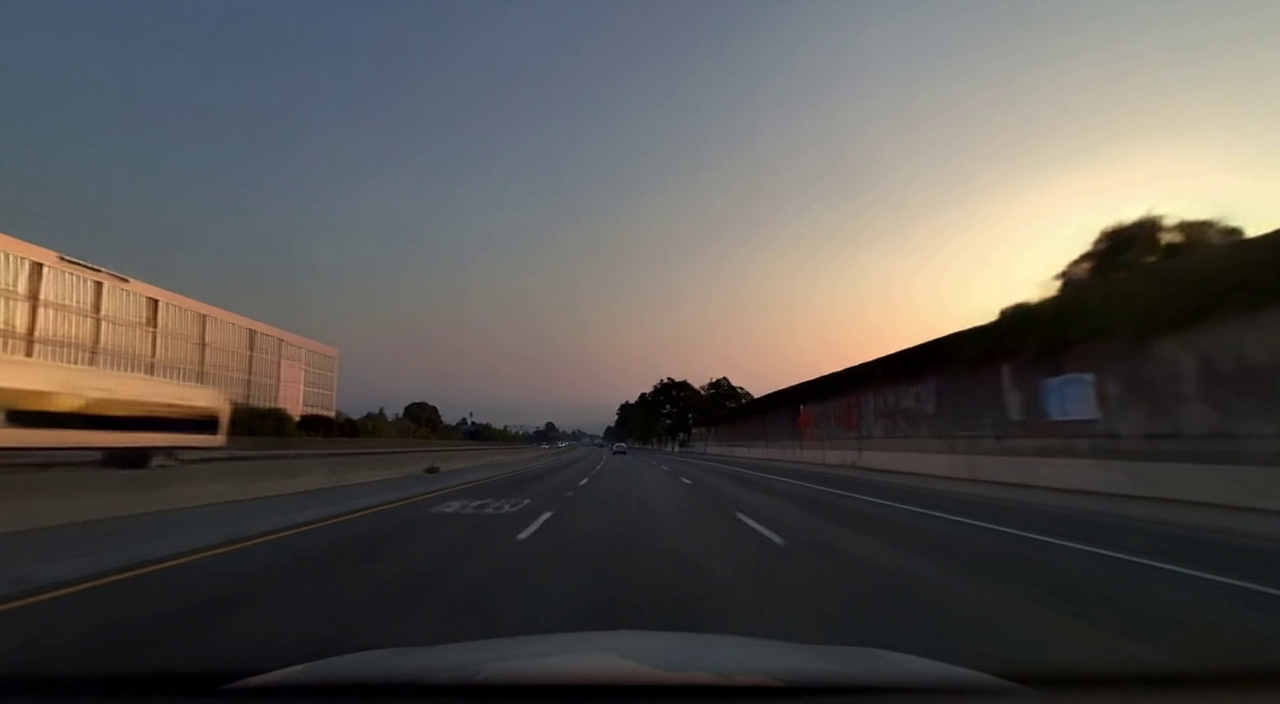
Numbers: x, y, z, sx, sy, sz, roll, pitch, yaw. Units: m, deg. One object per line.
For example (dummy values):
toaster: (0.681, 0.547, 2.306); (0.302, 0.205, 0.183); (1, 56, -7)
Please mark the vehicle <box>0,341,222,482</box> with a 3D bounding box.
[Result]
vehicle: (-20.329, 2.221, 21.344); (2.933, 4.082, 13.910); (0, -9, -2)
